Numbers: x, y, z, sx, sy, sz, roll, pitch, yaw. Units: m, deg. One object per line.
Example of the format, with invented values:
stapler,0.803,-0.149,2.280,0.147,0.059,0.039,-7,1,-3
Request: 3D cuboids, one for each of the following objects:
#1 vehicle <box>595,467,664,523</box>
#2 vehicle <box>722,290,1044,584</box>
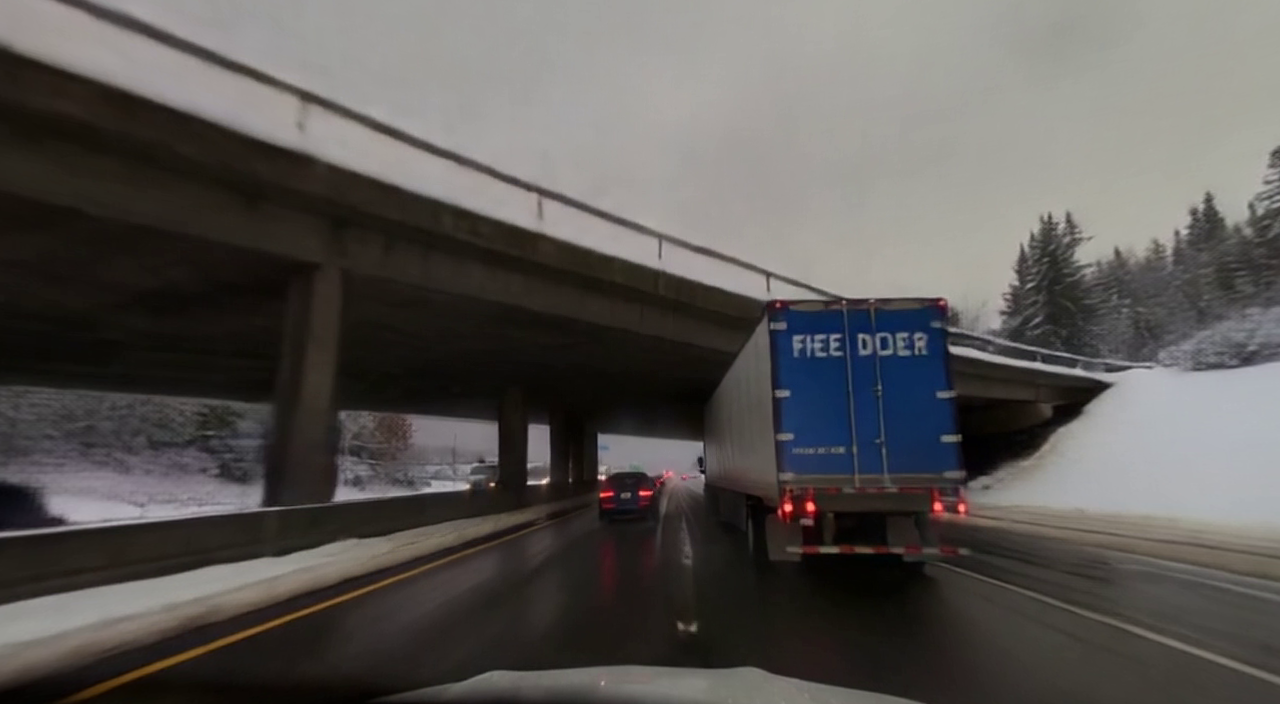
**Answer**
vehicle,-0.230,4.897,22.044,2.124,1.653,4.857,0,-10,2
vehicle,3.722,1.897,12.969,2.980,3.834,9.423,0,-10,1
